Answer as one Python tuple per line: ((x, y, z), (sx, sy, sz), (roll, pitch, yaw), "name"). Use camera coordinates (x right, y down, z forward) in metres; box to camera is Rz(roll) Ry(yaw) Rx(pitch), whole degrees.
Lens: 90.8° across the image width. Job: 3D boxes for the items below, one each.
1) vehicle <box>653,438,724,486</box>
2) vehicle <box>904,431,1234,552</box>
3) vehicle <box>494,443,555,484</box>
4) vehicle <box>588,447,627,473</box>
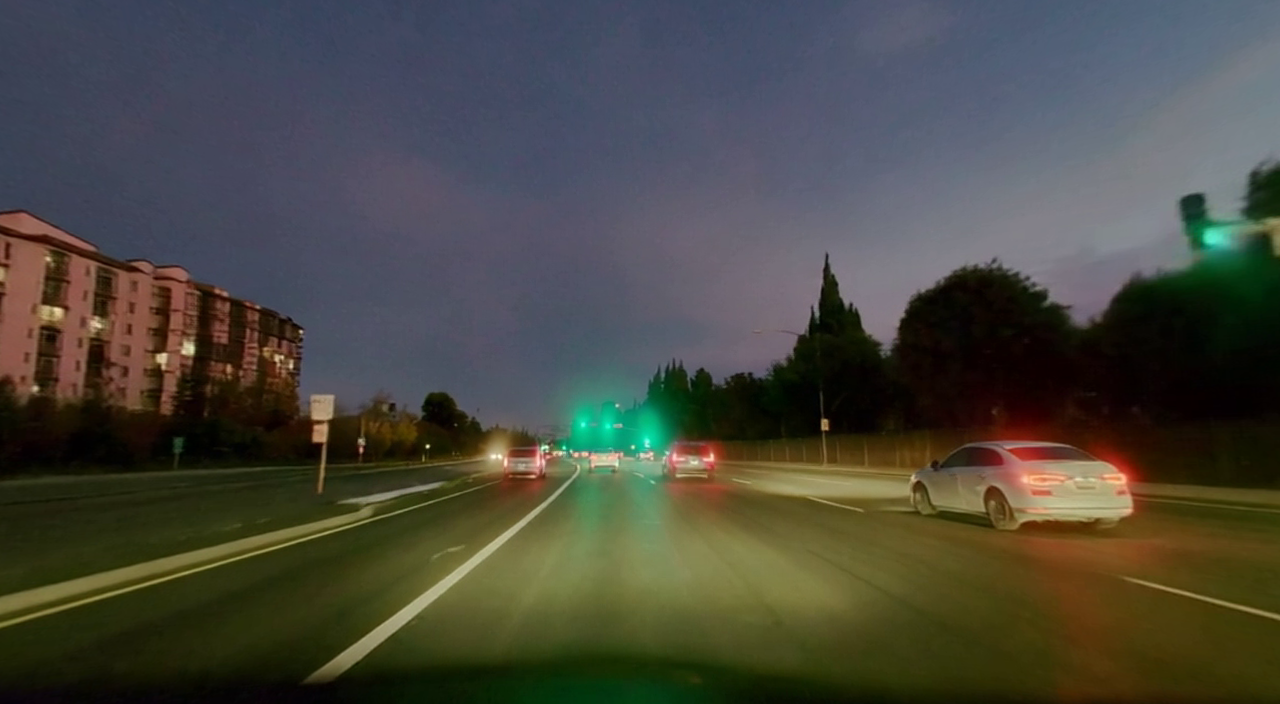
((1.800, 4.285, 25.020), (2.161, 1.716, 4.194), (0, -8, -4), "vehicle")
((6.052, 1.987, 9.753), (1.945, 1.408, 4.288), (0, -8, -3), "vehicle")
((-5.106, 4.991, 28.564), (2.172, 1.671, 4.175), (0, -8, -3), "vehicle")
((-2.034, 6.500, 38.293), (2.155, 1.486, 4.403), (0, -8, -5), "vehicle")
